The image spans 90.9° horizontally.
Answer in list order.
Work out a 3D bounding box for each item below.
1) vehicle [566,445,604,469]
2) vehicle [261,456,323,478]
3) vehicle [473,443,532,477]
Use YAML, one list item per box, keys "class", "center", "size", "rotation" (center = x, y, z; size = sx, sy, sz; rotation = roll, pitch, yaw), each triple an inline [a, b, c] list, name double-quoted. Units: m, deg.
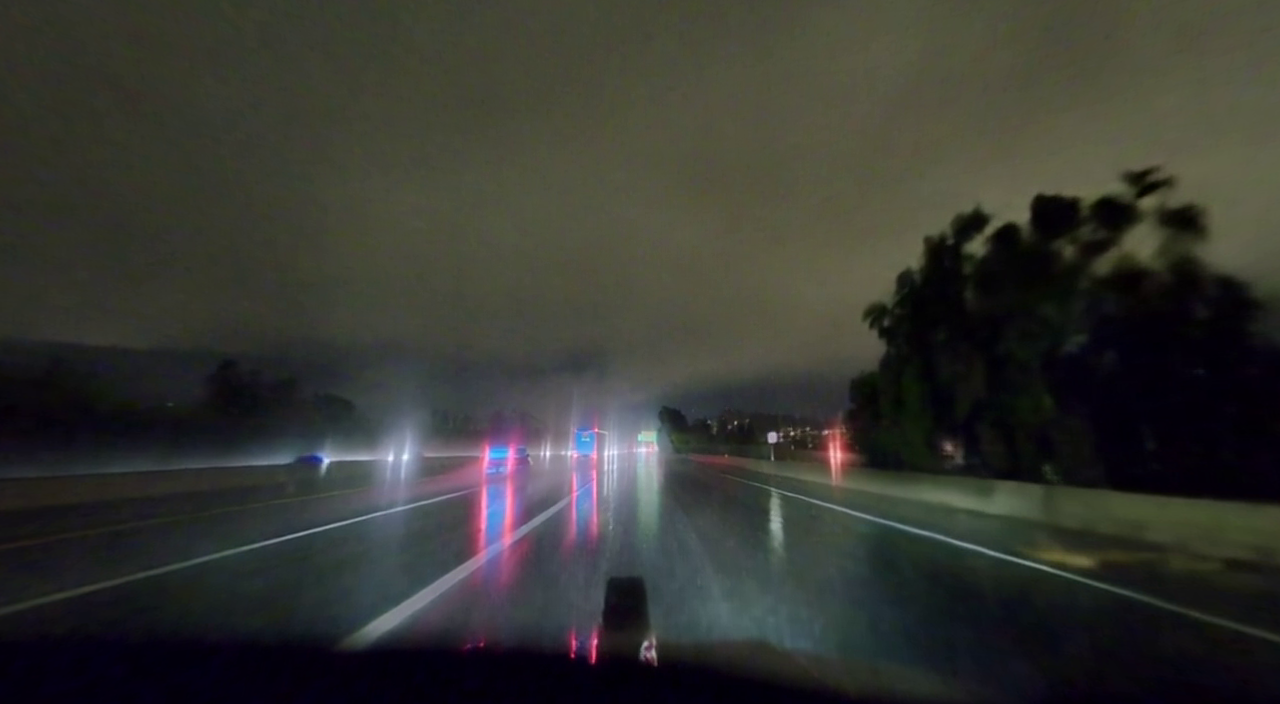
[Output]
- class: "vehicle"
  center: [-3.725, 7.208, 43.415]
  size: [2.184, 1.554, 4.350]
  rotation: [0, -8, 1]
- class: "vehicle"
  center: [-24.127, 7.952, 43.862]
  size: [1.699, 1.396, 4.229]
  rotation: [0, -8, 2]
- class: "vehicle"
  center: [-7.187, 5.654, 33.363]
  size: [2.075, 1.646, 4.405]
  rotation: [0, -8, 1]
